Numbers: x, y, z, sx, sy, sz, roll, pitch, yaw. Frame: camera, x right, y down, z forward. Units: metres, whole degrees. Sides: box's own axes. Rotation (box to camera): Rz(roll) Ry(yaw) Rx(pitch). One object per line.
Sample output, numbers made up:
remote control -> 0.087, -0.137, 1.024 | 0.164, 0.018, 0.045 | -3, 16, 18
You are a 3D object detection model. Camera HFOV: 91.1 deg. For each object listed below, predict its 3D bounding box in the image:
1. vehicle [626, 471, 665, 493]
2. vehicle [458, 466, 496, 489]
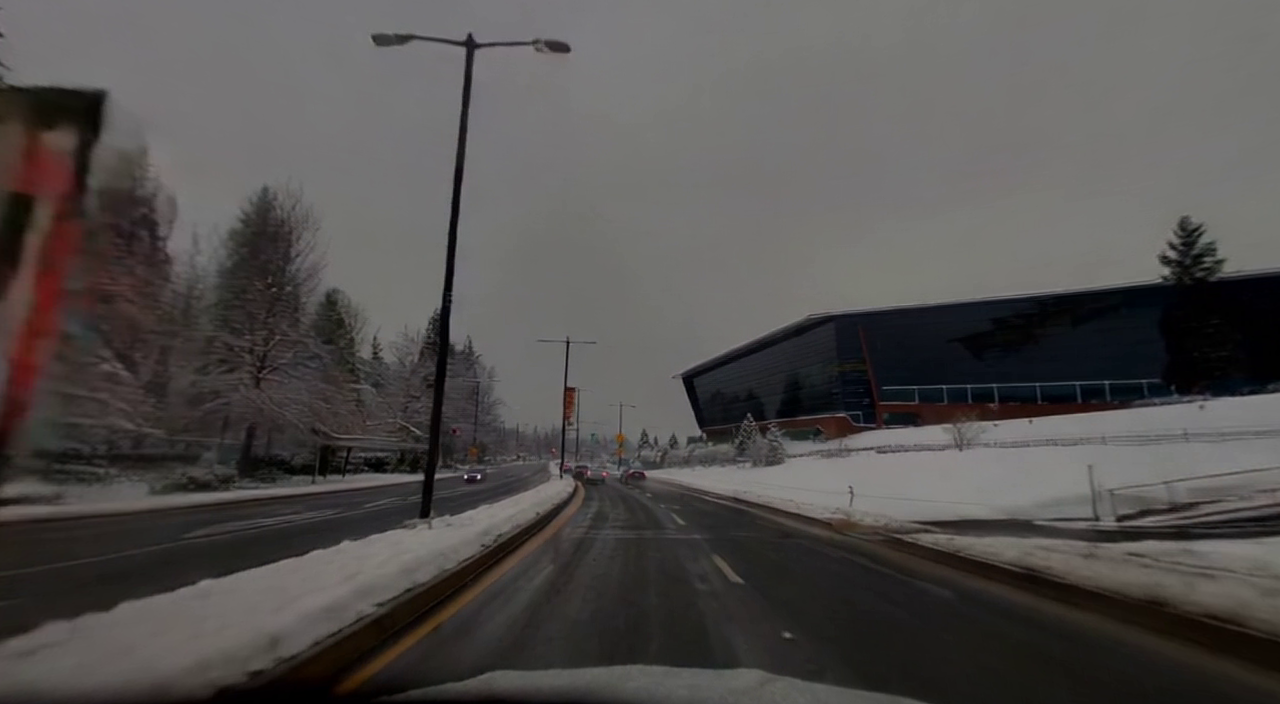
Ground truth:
vehicle -> 0.303, 7.742, 37.401 | 1.775, 1.186, 2.933 | 3, -11, -11
vehicle -> -11.421, 8.818, 44.300 | 1.916, 1.516, 3.970 | 1, -10, -5
